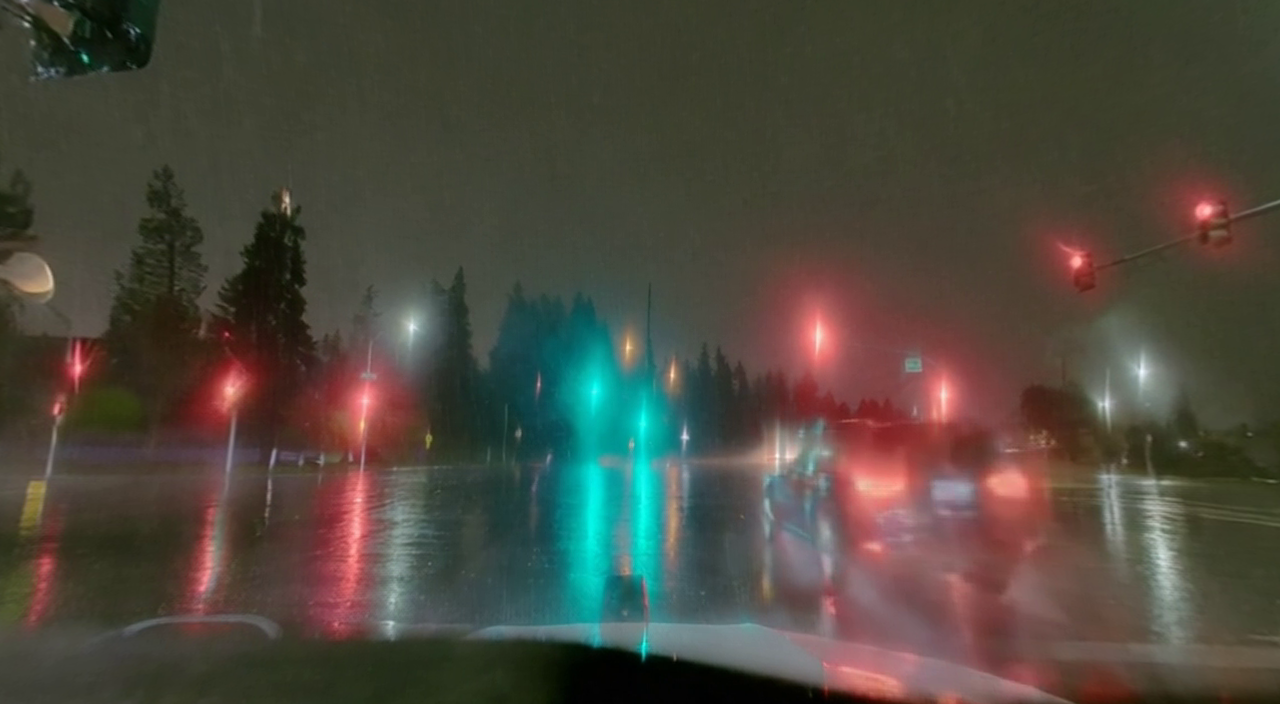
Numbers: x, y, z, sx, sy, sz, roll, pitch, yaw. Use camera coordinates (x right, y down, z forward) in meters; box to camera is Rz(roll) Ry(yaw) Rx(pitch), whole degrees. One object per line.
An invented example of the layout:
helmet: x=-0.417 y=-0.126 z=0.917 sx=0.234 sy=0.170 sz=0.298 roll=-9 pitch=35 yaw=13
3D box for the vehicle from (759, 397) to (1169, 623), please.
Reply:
vehicle: x=2.922 y=1.554 z=7.244 sx=2.150 sy=1.706 sz=4.754 roll=0 pitch=-8 yaw=0
